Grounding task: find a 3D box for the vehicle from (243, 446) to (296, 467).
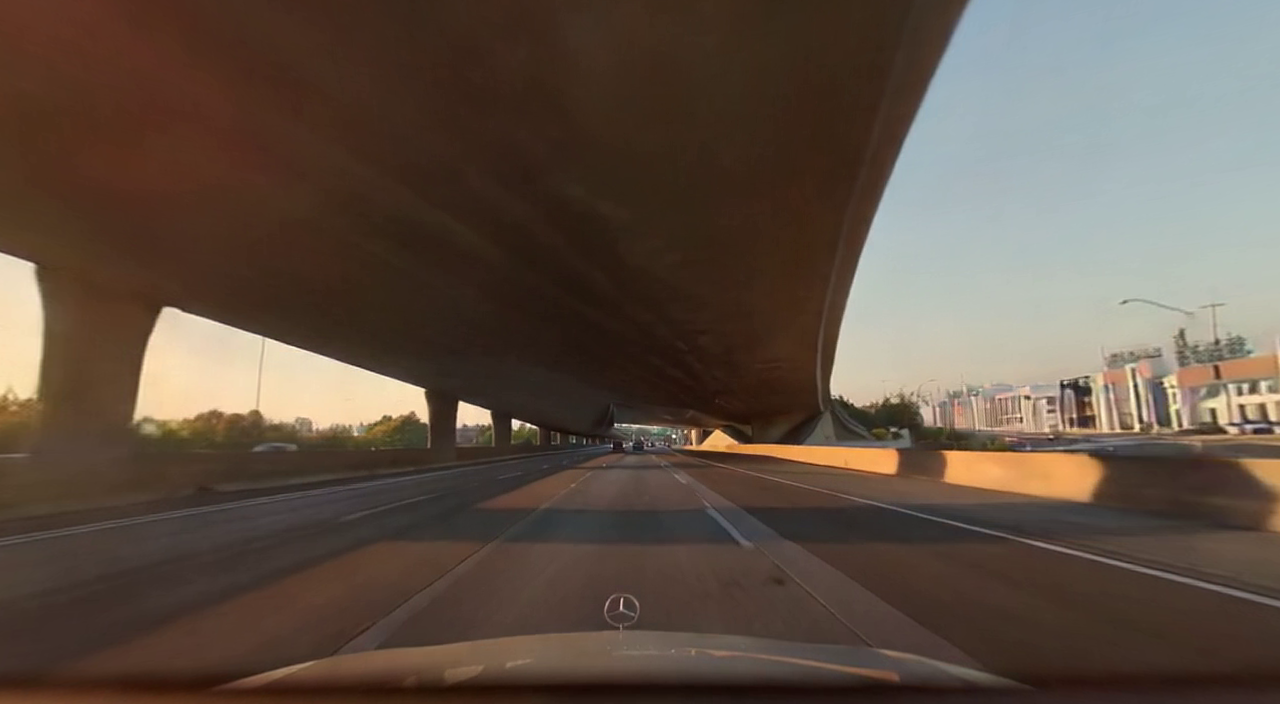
[{"bbox_3d":[-29.058,8.174,49.659,1.717,1.525,3.814,0,-8,1],"label":"vehicle"}]
